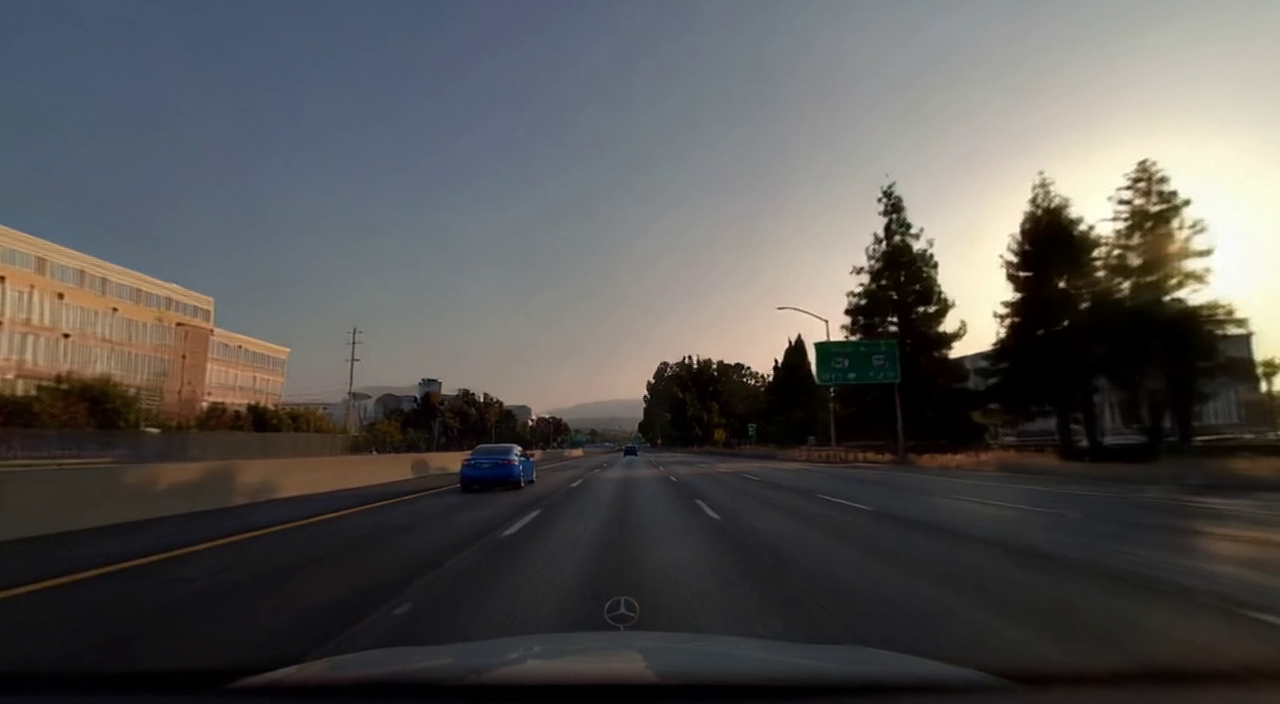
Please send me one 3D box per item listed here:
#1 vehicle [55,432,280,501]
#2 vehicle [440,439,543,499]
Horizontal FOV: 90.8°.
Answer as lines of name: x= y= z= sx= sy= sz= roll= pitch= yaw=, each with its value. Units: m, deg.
vehicle: x=-13.788 y=3.371 z=19.155 sx=2.275 sy=1.743 sz=5.937 roll=0 pitch=-9 yaw=0
vehicle: x=-4.094 y=3.293 z=18.199 sx=1.900 sy=1.492 sz=4.495 roll=0 pitch=-9 yaw=0
